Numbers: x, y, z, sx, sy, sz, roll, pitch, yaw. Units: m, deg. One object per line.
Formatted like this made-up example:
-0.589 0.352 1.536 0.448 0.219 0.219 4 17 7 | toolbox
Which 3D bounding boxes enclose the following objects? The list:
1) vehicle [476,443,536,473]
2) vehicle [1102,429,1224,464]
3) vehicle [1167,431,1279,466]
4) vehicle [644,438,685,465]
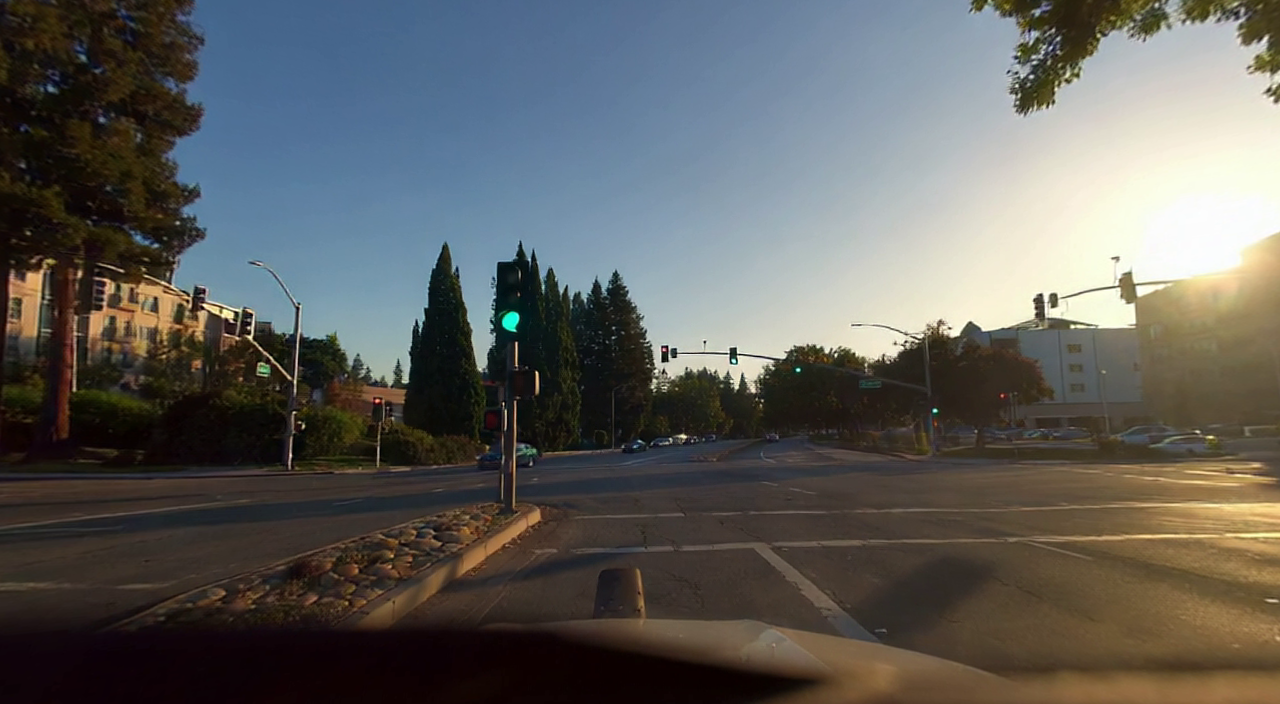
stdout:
-6.961 5.548 33.208 1.877 1.481 3.853 -1 -8 8 | vehicle
25.922 4.679 31.343 4.441 1.674 2.035 1 -8 -8 | vehicle
26.299 4.243 27.871 4.644 1.470 1.922 1 -8 -10 | vehicle
1.745 6.775 43.256 2.197 1.739 4.177 -2 -8 10 | vehicle
